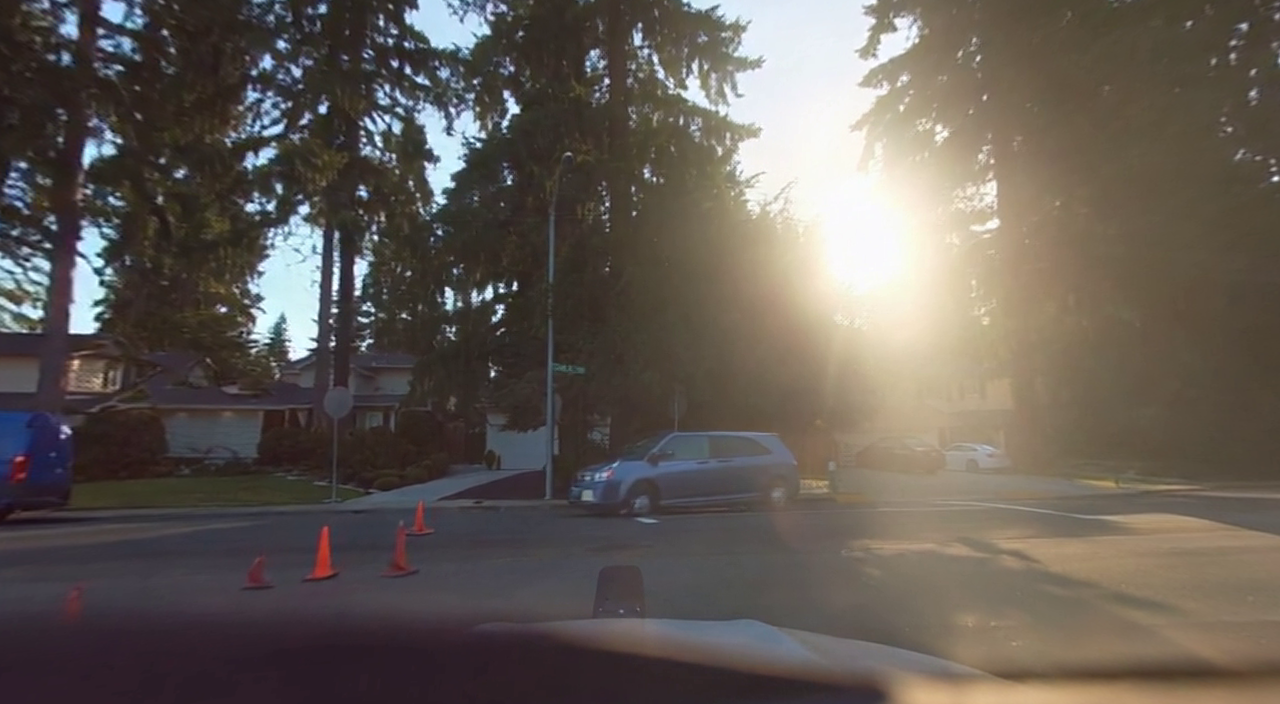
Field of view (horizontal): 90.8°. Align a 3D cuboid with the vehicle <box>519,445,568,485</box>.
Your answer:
[{"bbox_3d":[-3.962,4.504,25.482,1.648,1.430,3.654,4,-9,-12],"label":"vehicle"}]

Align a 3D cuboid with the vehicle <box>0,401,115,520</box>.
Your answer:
[{"bbox_3d":[-16.431,2.384,13.186,7.824,2.323,2.863,0,-11,-10],"label":"vehicle"}]

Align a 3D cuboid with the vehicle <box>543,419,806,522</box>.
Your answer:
[{"bbox_3d":[0.655,2.406,13.264,5.047,1.851,2.103,2,-9,-16],"label":"vehicle"}]

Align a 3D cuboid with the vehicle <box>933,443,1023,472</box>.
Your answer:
[{"bbox_3d":[18.095,5.617,33.906,3.863,1.453,1.826,2,-8,-11],"label":"vehicle"}]

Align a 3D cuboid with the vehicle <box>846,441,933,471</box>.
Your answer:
[{"bbox_3d":[16.602,6.892,42.115,4.984,1.912,2.132,2,-9,-12],"label":"vehicle"}]

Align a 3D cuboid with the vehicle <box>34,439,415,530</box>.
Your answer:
[{"bbox_3d":[-8.947,2.918,14.619,6.643,1.777,2.925,2,-9,-12],"label":"vehicle"}]
